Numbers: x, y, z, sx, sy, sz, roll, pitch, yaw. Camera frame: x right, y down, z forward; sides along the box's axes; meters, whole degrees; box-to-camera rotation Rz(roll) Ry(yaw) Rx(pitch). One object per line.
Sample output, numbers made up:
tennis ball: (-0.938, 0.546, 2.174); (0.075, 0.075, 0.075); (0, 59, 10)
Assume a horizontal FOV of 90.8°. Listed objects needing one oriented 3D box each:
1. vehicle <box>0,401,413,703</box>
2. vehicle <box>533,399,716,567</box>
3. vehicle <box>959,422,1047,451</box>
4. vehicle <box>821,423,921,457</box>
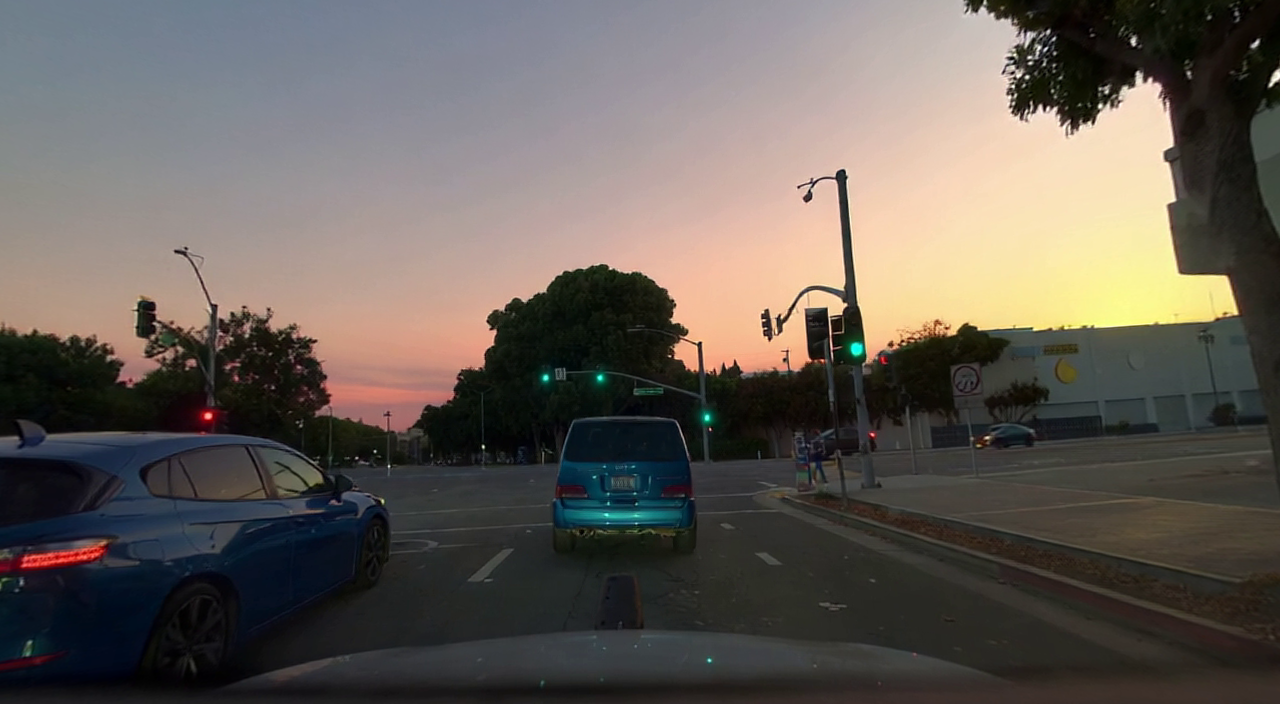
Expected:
vehicle: (-3.379, 1.258, 4.552); (2.011, 1.527, 4.008); (0, -8, -1)
vehicle: (-0.178, 1.798, 9.347); (2.059, 1.877, 4.249); (0, -8, 0)
vehicle: (19.792, 4.627, 34.465); (3.830, 1.545, 2.006); (3, -9, -19)
vehicle: (12.817, 4.902, 35.095); (4.872, 1.806, 2.107); (3, -9, -19)
